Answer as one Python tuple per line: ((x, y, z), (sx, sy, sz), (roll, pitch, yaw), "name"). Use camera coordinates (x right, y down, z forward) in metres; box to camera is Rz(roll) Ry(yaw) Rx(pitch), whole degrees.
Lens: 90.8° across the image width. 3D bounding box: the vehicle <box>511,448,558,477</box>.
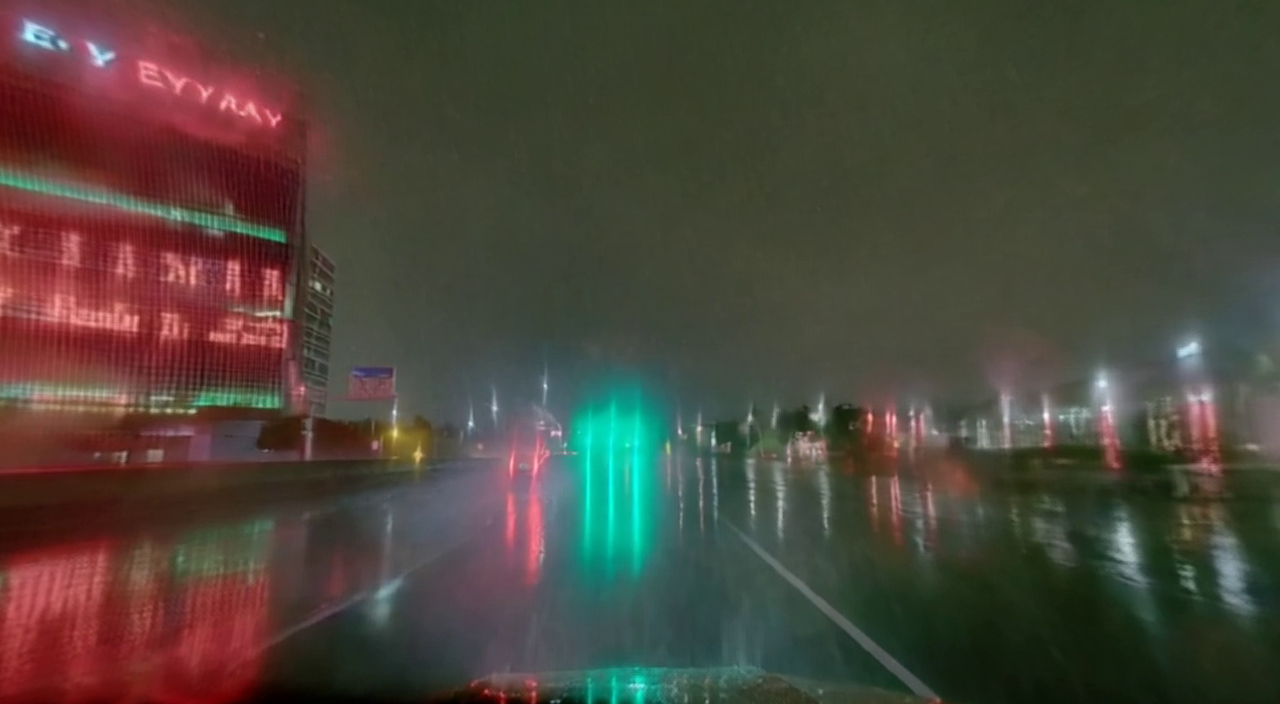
((-5.830, 6.134, 35.335), (1.943, 1.510, 4.201), (0, -9, -1), "vehicle")
